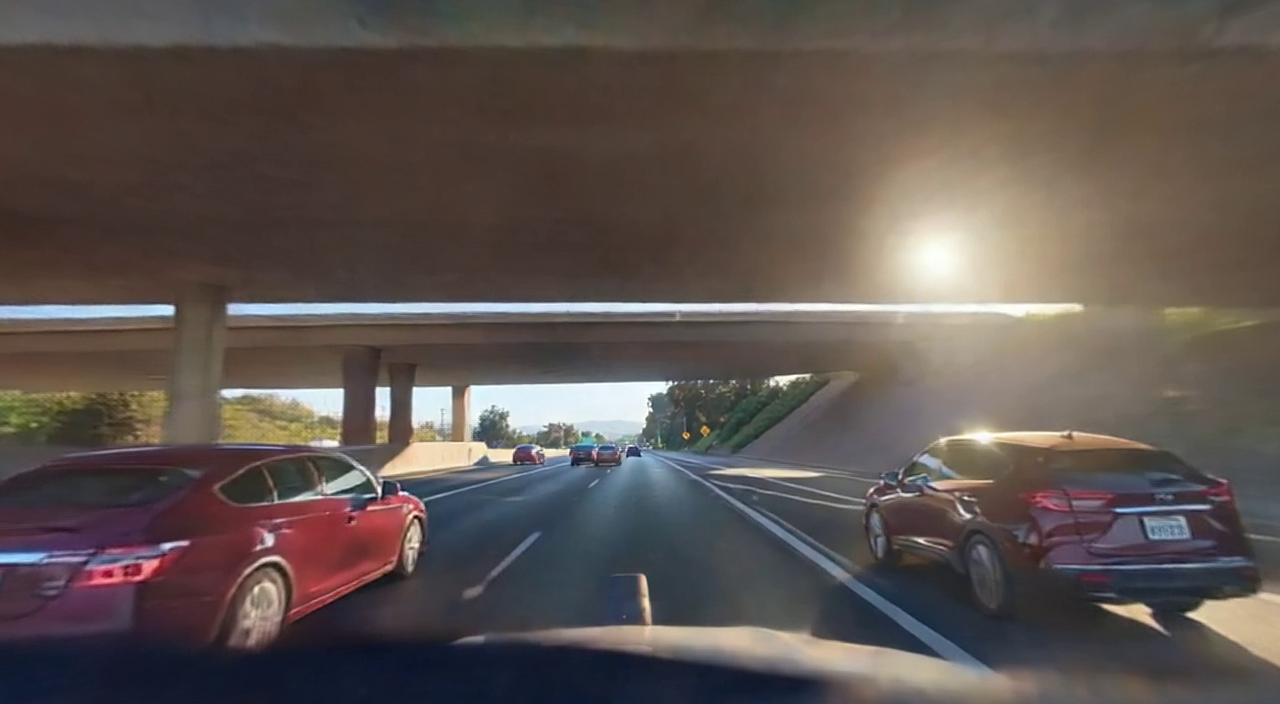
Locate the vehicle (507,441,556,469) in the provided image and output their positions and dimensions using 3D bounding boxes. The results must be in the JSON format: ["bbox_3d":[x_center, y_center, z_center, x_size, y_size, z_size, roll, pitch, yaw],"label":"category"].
[{"bbox_3d":[-6.578,6.308,38.850,2.069,1.551,4.830,0,-8,1],"label":"vehicle"}]

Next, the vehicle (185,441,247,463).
[{"bbox_3d":[-28.047,6.610,41.823,1.578,1.429,3.524,-1,-8,2],"label":"vehicle"}]

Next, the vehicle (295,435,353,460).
[{"bbox_3d":[-23.954,7.265,48.028,1.899,1.729,4.753,0,-8,0],"label":"vehicle"}]

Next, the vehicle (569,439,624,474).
[{"bbox_3d":[-2.100,5.247,31.851,2.210,1.628,4.586,-1,-8,3],"label":"vehicle"}]

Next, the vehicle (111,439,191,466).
[{"bbox_3d":[-31.842,6.561,41.219,2.010,1.619,3.988,0,-8,1],"label":"vehicle"}]
